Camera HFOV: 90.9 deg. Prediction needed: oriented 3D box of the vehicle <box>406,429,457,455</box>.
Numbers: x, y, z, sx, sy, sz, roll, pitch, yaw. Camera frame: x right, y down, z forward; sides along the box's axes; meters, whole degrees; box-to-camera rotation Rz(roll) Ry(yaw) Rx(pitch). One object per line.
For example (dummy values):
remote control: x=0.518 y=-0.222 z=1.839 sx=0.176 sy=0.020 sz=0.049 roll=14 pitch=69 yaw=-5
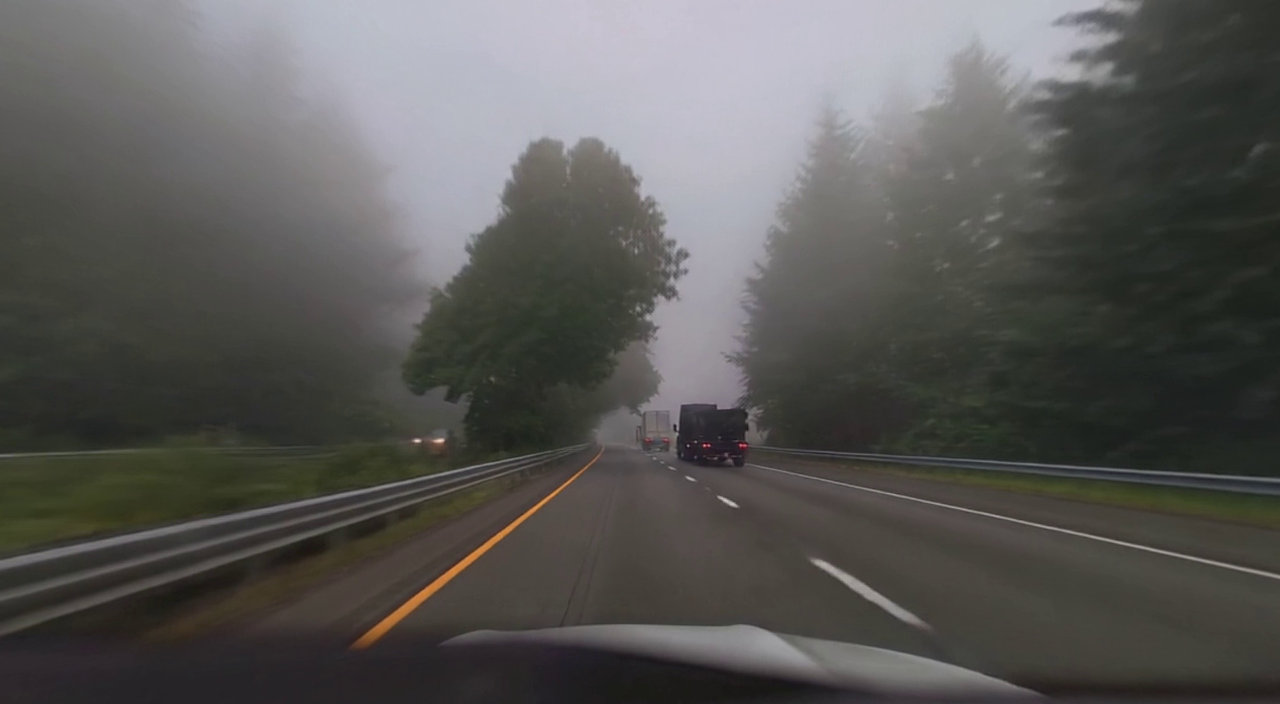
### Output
vehicle: x=-13.406 y=5.826 z=40.779 sx=1.950 sy=1.598 sz=4.188 roll=0 pitch=-8 yaw=-2

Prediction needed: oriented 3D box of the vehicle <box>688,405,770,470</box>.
vehicle: x=4.029 y=4.061 z=30.055 sx=2.741 sy=2.716 sz=6.323 roll=0 pitch=-8 yaw=-2
